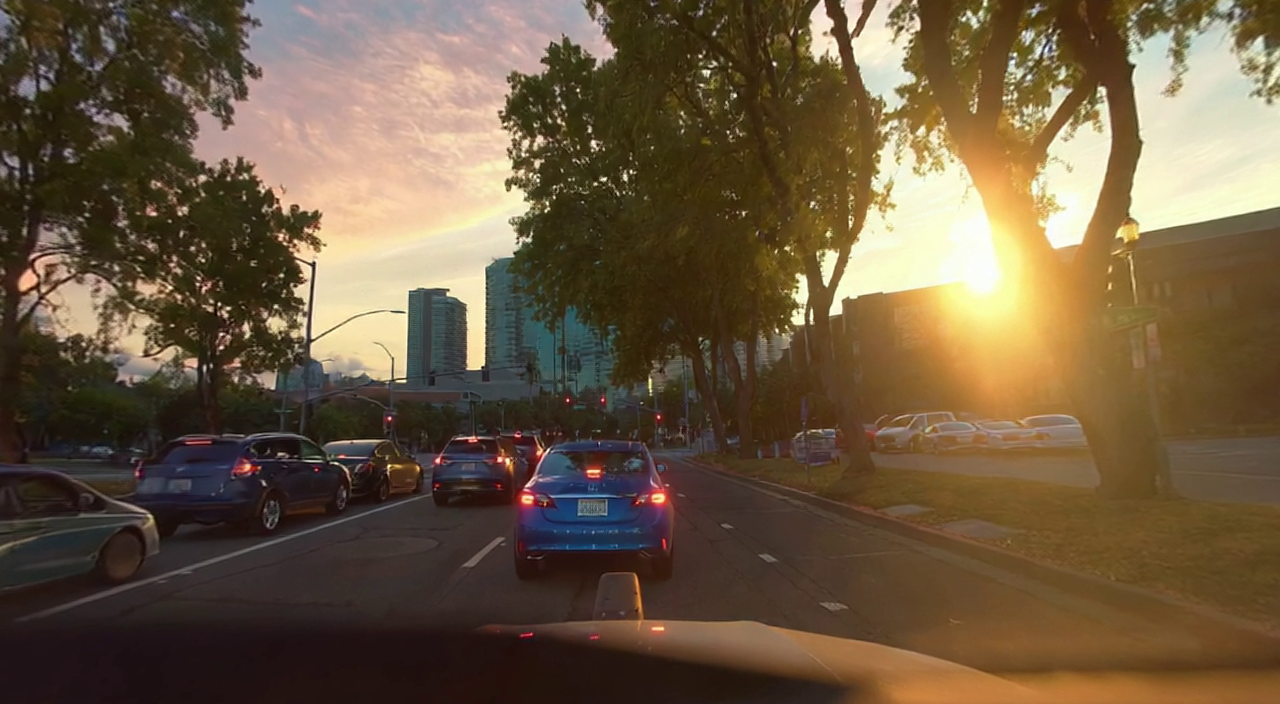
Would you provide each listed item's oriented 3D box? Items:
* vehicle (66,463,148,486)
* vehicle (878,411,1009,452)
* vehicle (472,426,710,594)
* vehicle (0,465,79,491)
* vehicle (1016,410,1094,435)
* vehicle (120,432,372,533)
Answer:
[{"bbox_3d":[-36.476,8.370,43.288,3.918,1.423,1.861,-1,-9,2],"label":"vehicle"},{"bbox_3d":[13.934,3.700,29.231,4.975,1.809,1.956,0,-9,1],"label":"vehicle"},{"bbox_3d":[-0.419,1.706,7.647,2.104,1.472,3.946,0,-9,0],"label":"vehicle"},{"bbox_3d":[-36.652,7.546,37.971,4.093,1.440,1.804,0,-9,-1],"label":"vehicle"},{"bbox_3d":[30.371,5.231,46.401,4.627,1.671,1.929,-5,-10,30],"label":"vehicle"},{"bbox_3d":[-7.264,2.427,12.353,2.096,1.593,4.288,0,-9,1],"label":"vehicle"}]
